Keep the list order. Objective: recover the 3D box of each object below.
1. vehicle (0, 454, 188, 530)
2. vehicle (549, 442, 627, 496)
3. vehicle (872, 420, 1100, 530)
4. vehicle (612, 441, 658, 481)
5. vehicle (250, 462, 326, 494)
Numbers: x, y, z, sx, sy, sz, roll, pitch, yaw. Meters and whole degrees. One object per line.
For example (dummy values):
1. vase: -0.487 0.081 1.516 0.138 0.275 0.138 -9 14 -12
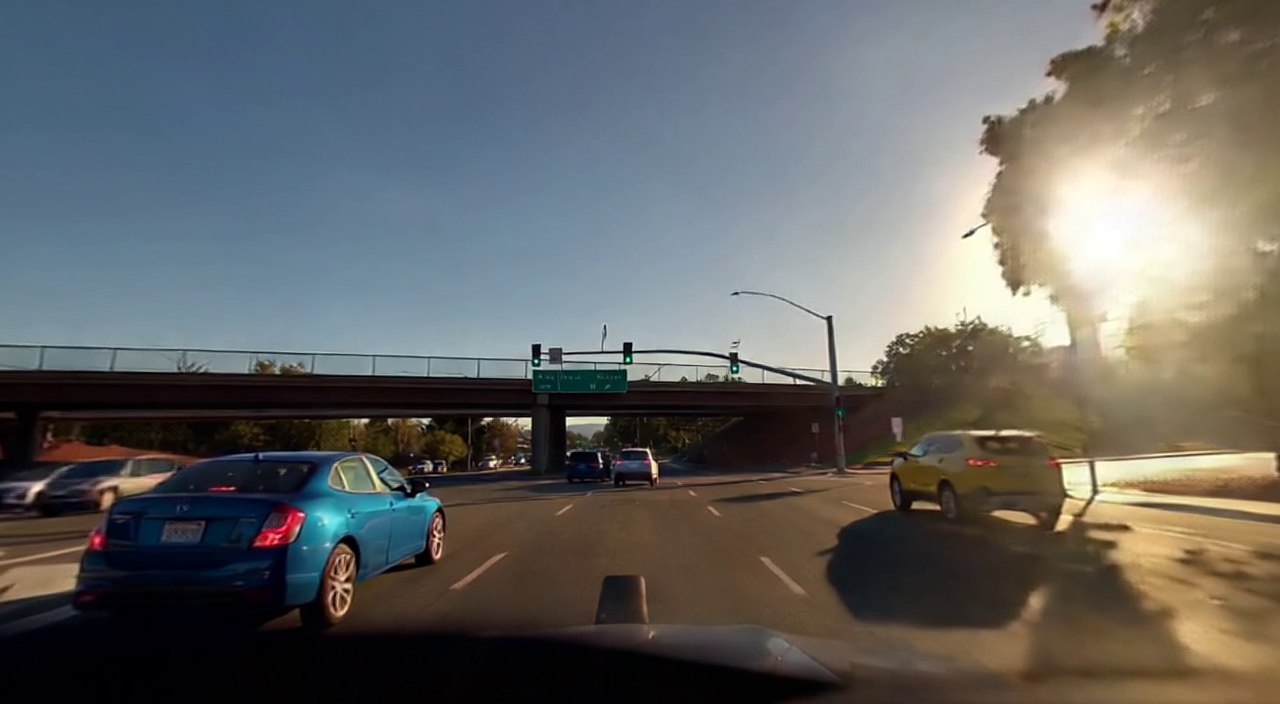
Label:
1. vehicle: -15.863 3.937 18.348 2.007 1.730 4.774 -3 -8 -1
2. vehicle: -1.819 4.296 23.689 2.060 1.768 4.681 -1 -8 6
3. vehicle: 6.513 2.349 12.638 2.074 1.785 4.320 0 -8 0
4. vehicle: -0.174 5.875 34.397 2.342 2.026 4.642 -1 -8 2
5. vehicle: -19.570 6.993 35.349 1.857 1.534 4.221 0 -8 -1
